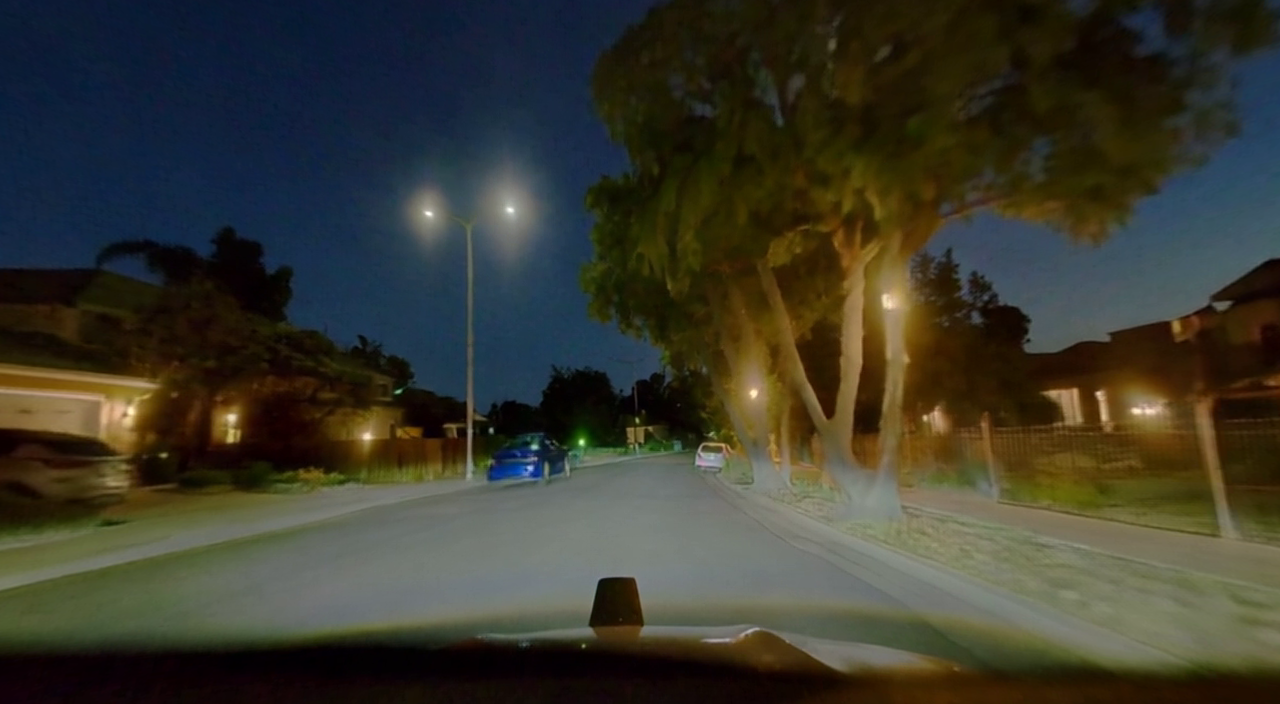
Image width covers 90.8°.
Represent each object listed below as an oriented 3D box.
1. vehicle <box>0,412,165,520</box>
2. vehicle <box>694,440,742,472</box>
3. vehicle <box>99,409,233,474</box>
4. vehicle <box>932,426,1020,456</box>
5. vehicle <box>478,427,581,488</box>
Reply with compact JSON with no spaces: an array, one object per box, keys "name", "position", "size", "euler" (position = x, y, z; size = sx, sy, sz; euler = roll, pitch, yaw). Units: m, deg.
[{"name":"vehicle","position":[-13.318,2.280,12.800],"size":[5.497,1.983,2.191],"euler":[0,-9,-1]},{"name":"vehicle","position":[4.335,5.857,35.855],"size":[2.051,1.676,4.497],"euler":[0,-9,-1]},{"name":"vehicle","position":[-20.959,3.950,28.106],"size":[4.119,2.697,2.226],"euler":[-1,-7,2]},{"name":"vehicle","position":[18.333,4.850,34.658],"size":[3.903,1.592,1.921],"euler":[-2,-7,15]},{"name":"vehicle","position":[-4.013,4.063,24.559],"size":[2.274,2.008,6.986],"euler":[-1,-9,4]}]
